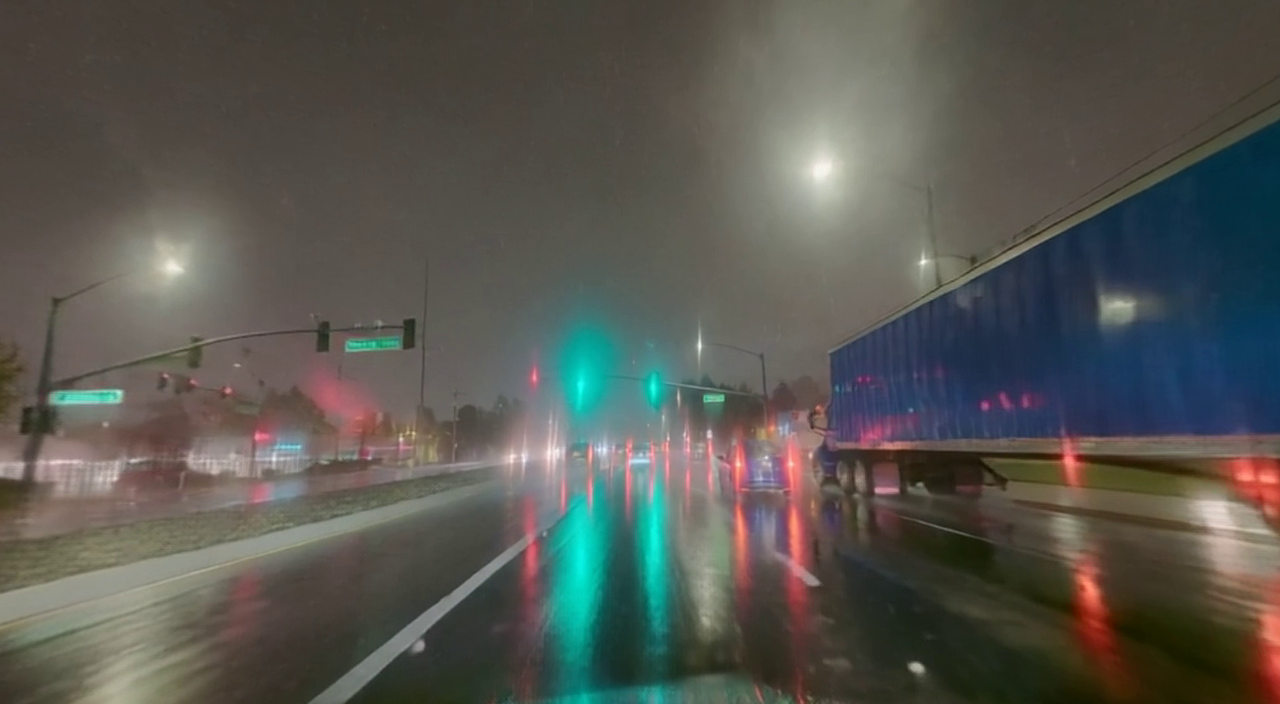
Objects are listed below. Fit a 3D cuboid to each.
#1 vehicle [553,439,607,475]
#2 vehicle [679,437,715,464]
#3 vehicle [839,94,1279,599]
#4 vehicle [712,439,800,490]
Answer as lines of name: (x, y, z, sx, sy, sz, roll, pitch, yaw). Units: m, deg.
vehicle: (-2.685, 4.817, 29.264, 2.003, 1.509, 4.396, 0, -8, 1)
vehicle: (3.759, 6.600, 42.243, 2.050, 1.683, 3.990, 0, -8, 0)
vehicle: (7.184, 0.421, 8.596, 3.383, 4.268, 17.469, 0, -8, 0)
vehicle: (3.595, 3.548, 20.333, 1.972, 1.452, 4.189, 0, -8, -1)
